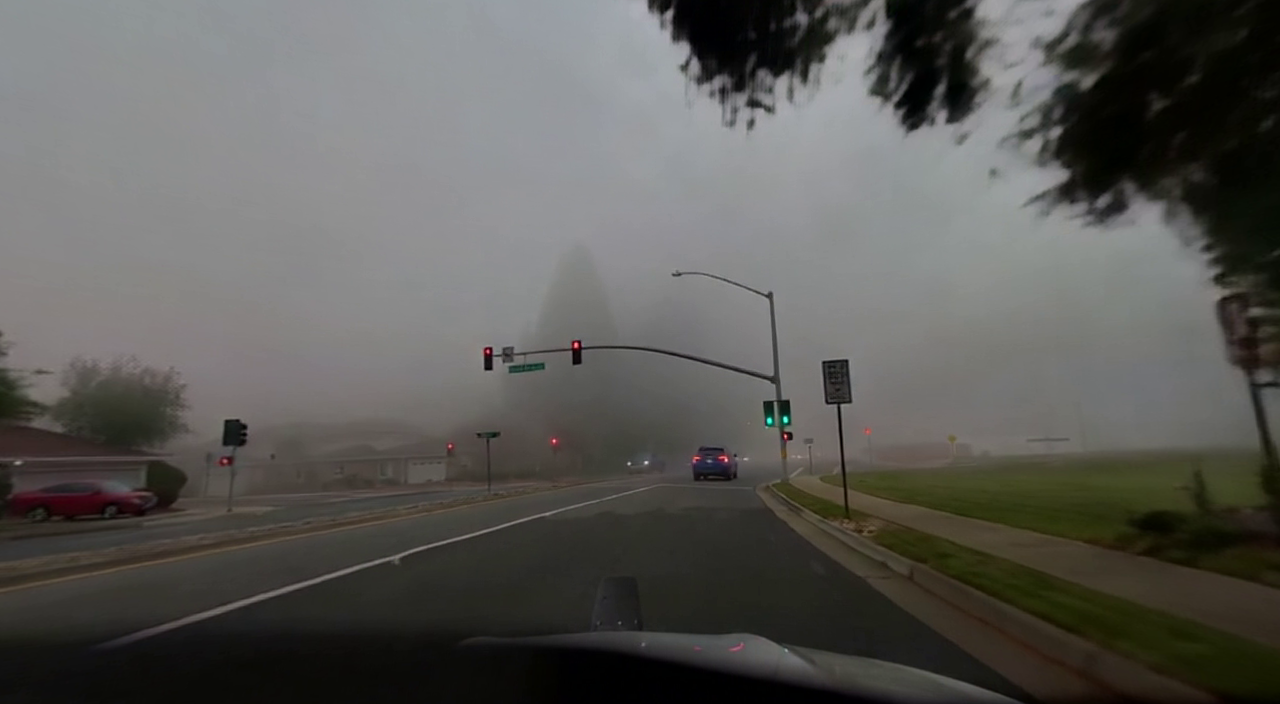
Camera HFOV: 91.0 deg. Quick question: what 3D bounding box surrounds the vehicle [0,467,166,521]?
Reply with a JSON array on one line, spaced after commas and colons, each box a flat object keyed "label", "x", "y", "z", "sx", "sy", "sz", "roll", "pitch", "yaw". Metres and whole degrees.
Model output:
[{"label": "vehicle", "x": -24.329, "y": 6.149, "z": 27.734, "sx": 2.332, "sy": 1.896, "sz": 5.688, "roll": 0, "pitch": -8, "yaw": 1}]

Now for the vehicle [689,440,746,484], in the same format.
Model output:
[{"label": "vehicle", "x": 3.855, "y": 5.254, "z": 30.423, "sx": 2.059, "sy": 1.908, "sz": 4.714, "roll": -2, "pitch": -9, "yaw": 15}]

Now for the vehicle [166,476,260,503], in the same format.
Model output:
[{"label": "vehicle", "x": -29.706, "y": 9.571, "z": 43.916, "sx": 4.697, "sy": 1.691, "sz": 2.486, "roll": 0, "pitch": -8, "yaw": -3}]
